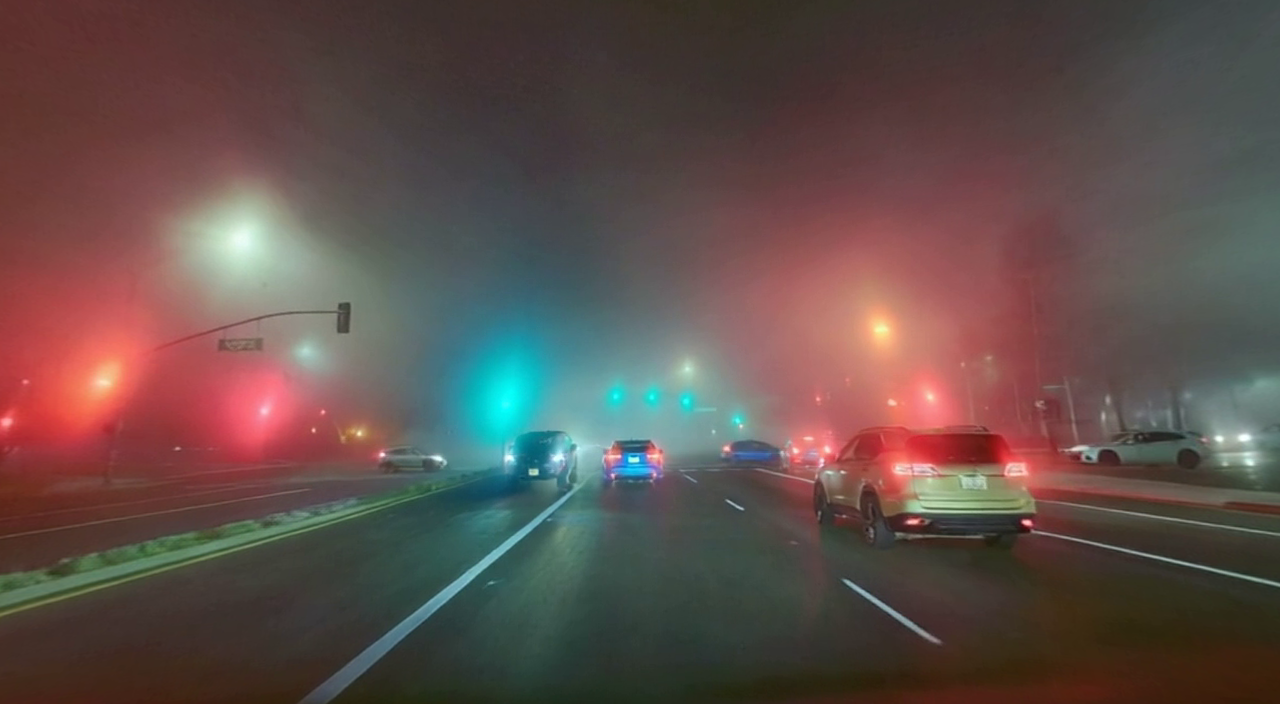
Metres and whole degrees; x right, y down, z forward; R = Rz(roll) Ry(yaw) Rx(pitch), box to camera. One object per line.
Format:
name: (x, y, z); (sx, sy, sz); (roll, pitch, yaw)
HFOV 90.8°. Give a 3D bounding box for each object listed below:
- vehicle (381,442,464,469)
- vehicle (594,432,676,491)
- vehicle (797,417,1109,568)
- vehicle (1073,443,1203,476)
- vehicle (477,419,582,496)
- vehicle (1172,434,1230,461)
vehicle: (-13.486, 6.425, 39.288); (4.561, 1.588, 1.832); (4, -10, -29)
vehicle: (-0.139, 3.086, 18.140); (2.097, 1.480, 4.006); (0, -8, 0)
vehicle: (3.663, 1.720, 8.520); (1.861, 1.473, 4.393); (0, -8, -2)
vehicle: (23.108, 4.982, 29.443); (4.368, 1.448, 1.876); (-1, -8, 2)
vehicle: (-2.853, 2.872, 17.541); (2.064, 1.825, 4.760); (0, -8, 0)
vehicle: (33.591, 5.737, 37.897); (2.099, 1.506, 3.818); (-6, -10, 35)
